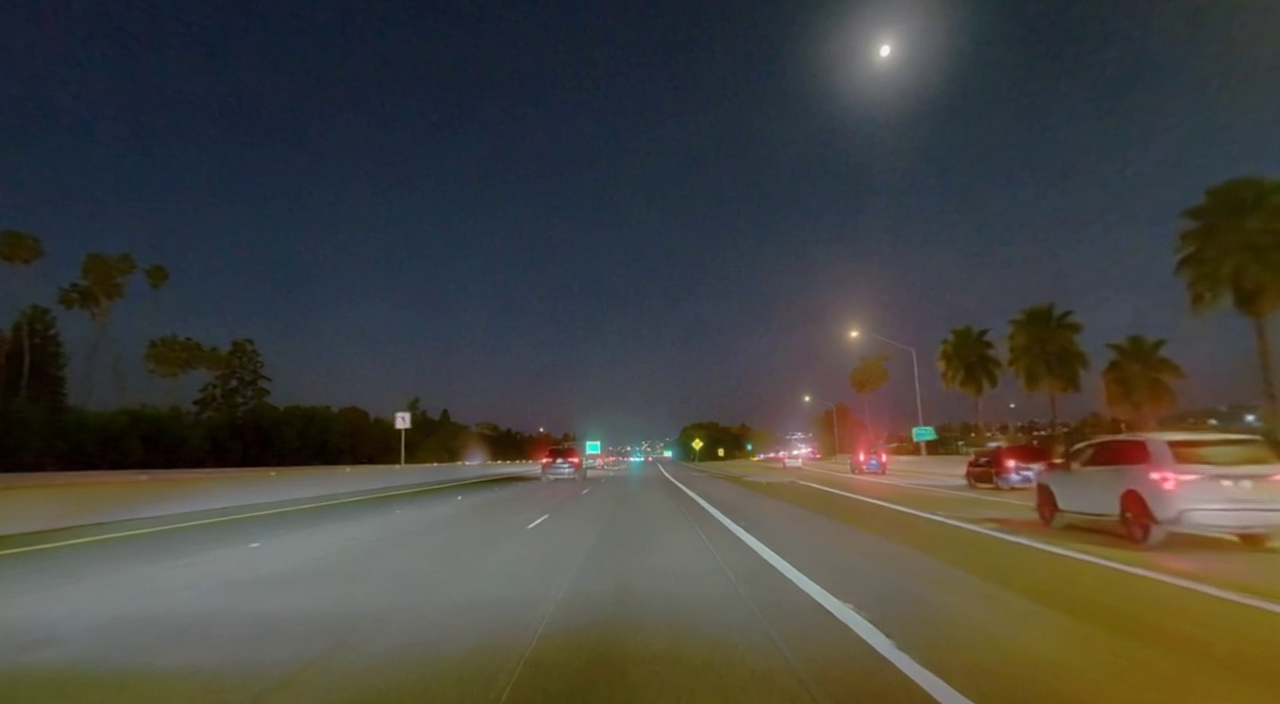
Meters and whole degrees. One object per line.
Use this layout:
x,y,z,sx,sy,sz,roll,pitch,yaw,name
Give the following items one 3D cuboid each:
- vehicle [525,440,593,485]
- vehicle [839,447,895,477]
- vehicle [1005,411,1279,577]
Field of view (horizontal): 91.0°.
-3.726,5.250,30.195,2.420,1.937,5.916,0,-9,1,vehicle
14.275,6.941,39.973,1.991,1.755,4.836,-1,-9,3,vehicle
8.057,1.940,9.455,2.303,1.791,5.247,-1,-9,4,vehicle
